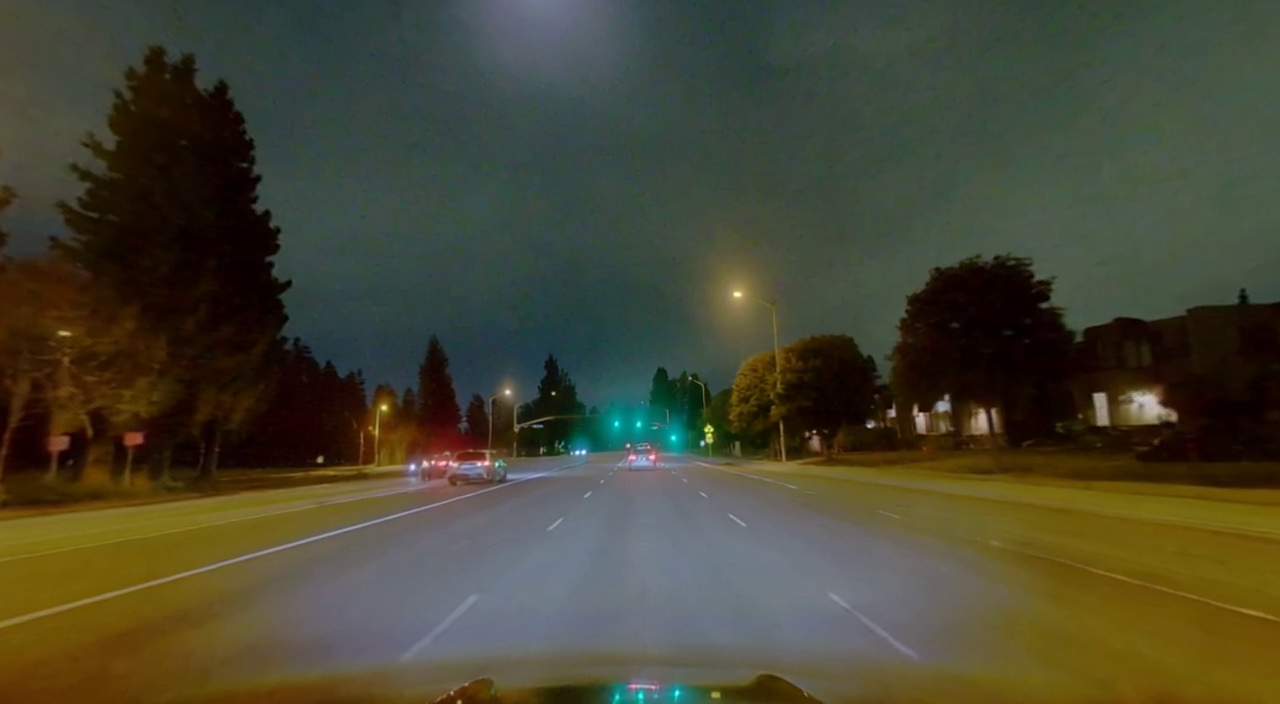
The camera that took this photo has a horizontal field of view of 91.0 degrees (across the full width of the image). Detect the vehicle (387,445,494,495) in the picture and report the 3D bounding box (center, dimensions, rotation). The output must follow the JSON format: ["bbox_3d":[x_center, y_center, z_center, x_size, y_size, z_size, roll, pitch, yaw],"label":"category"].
[{"bbox_3d":[-6.483,3.875,21.047,2.014,1.472,4.357,0,-9,2],"label":"vehicle"}]

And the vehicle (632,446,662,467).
[{"bbox_3d":[0.511,7.666,46.356,2.106,1.517,4.375,0,-9,0],"label":"vehicle"}]
